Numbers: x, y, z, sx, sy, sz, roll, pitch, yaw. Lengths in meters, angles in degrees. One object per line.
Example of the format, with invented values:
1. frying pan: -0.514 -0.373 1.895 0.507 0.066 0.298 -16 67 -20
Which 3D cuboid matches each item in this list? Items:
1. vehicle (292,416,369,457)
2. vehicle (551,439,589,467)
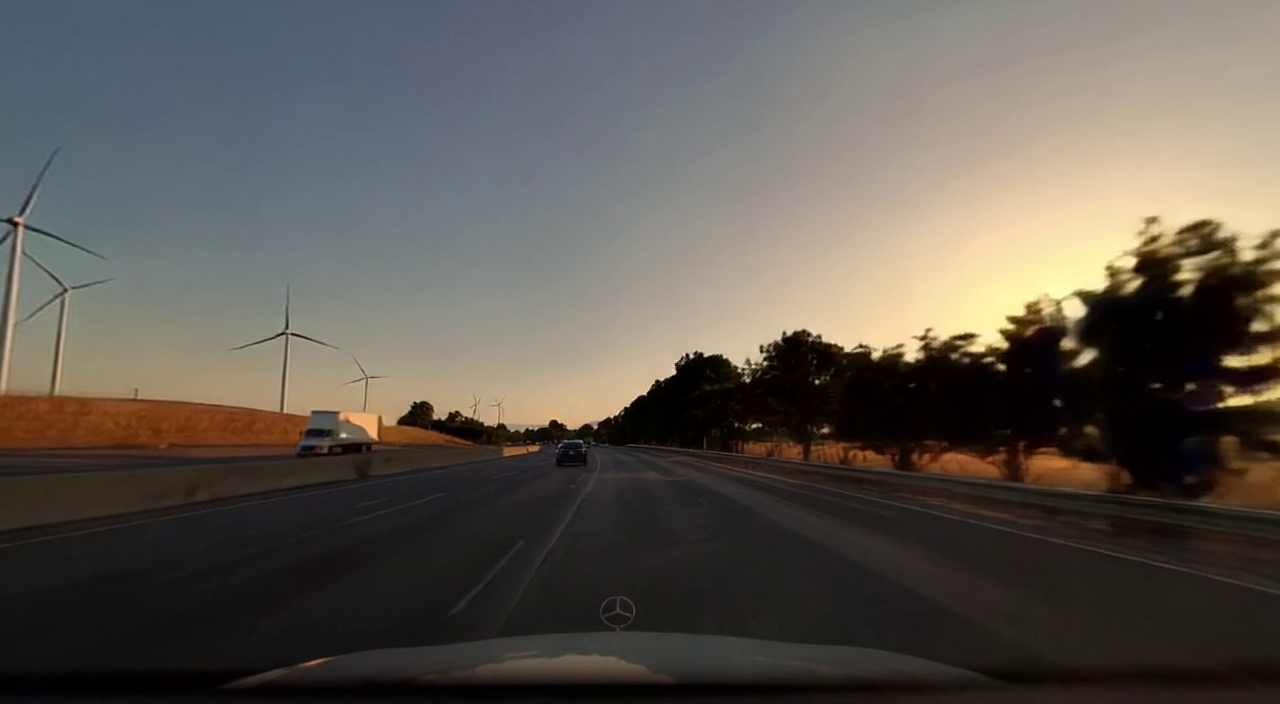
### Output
1. vehicle: -24.241 6.697 49.706 2.640 3.014 7.308 0 -8 -3
2. vehicle: -4.133 6.007 37.643 2.053 1.549 4.097 0 -8 -4
